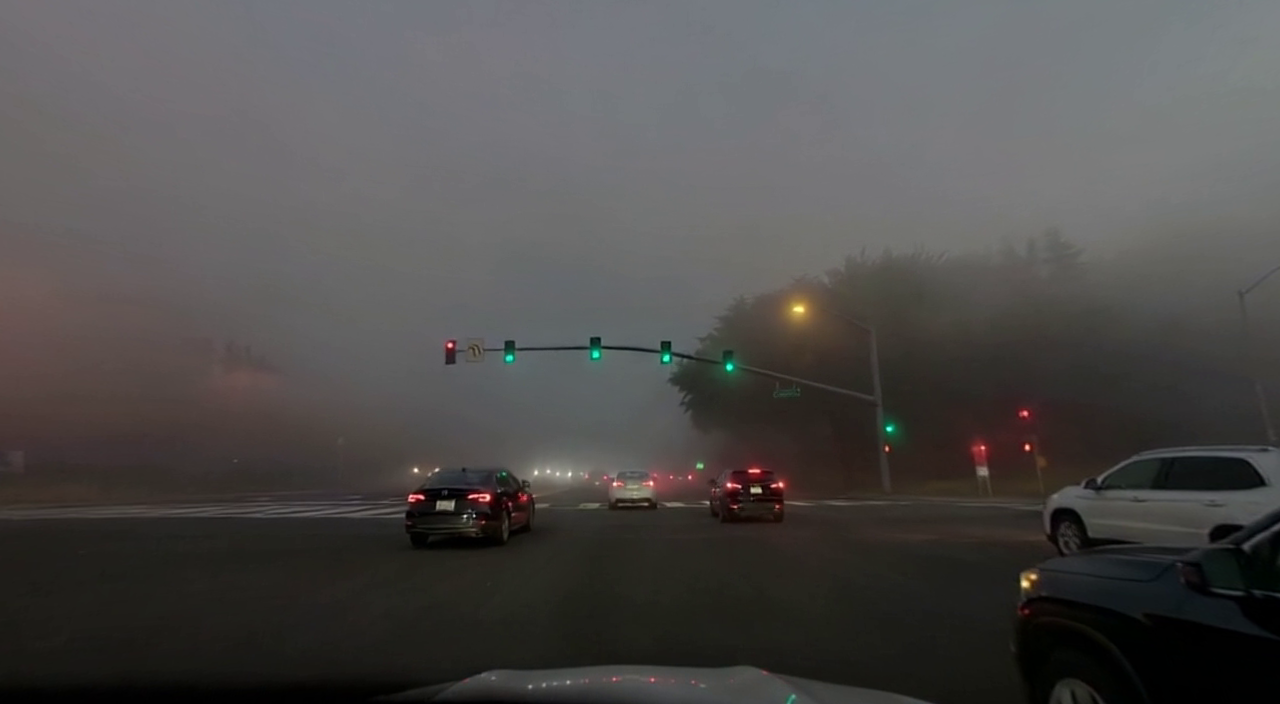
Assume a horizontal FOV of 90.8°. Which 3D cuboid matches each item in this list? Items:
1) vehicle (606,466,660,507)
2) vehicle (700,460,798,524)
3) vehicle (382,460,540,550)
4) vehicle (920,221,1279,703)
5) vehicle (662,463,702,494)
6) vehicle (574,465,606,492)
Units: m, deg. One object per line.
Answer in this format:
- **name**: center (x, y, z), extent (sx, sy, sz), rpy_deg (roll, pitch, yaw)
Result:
- **vehicle**: center (-0.304, 5.634, 26.785), extent (2.098, 1.461, 3.958), rpy_deg (0, -8, -1)
- **vehicle**: center (3.188, 4.206, 19.574), extent (1.996, 1.566, 4.917), rpy_deg (0, -8, -2)
- **vehicle**: center (-3.542, 3.118, 13.532), extent (2.045, 1.463, 4.490), rpy_deg (0, -8, 0)
- **vehicle**: center (2.735, 0.497, 0.974), extent (2.153, 1.853, 5.235), rpy_deg (0, -8, 0)
- **vehicle**: center (2.647, 8.119, 40.805), extent (2.138, 1.778, 4.422), rpy_deg (0, -8, -2)
- **vehicle**: center (-3.691, 9.476, 47.540), extent (2.033, 1.714, 4.278), rpy_deg (0, -8, 0)
